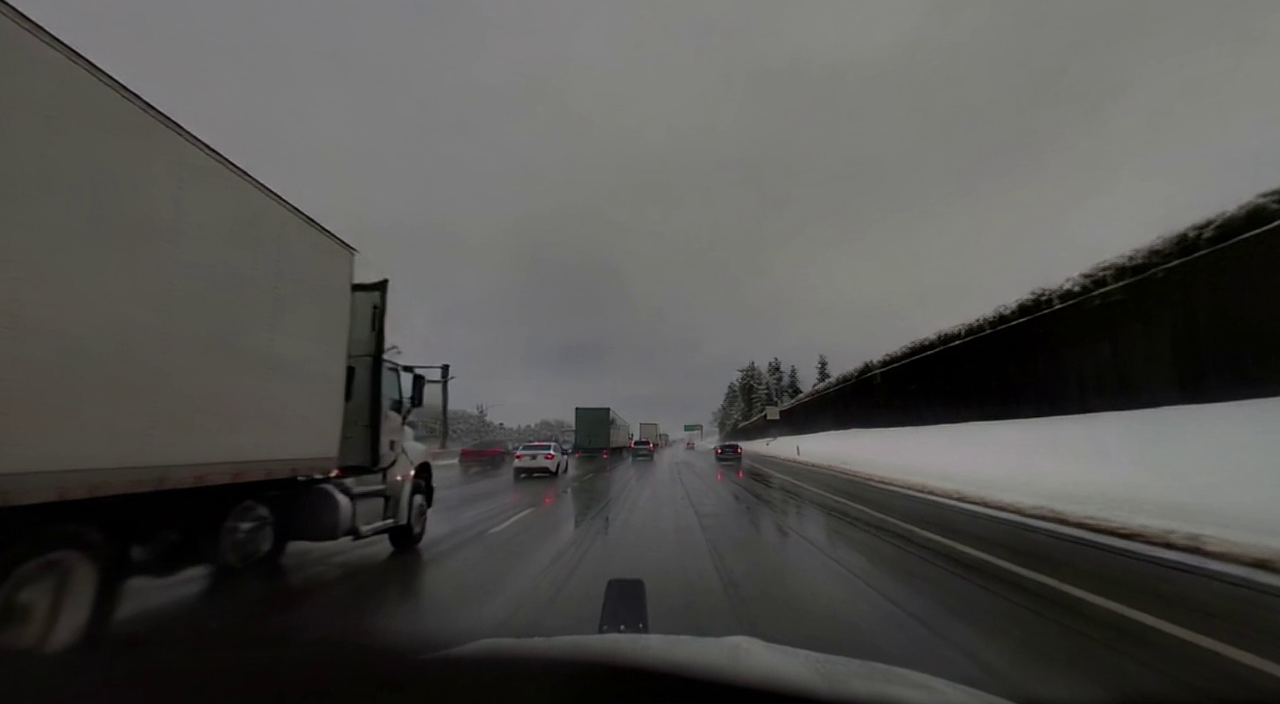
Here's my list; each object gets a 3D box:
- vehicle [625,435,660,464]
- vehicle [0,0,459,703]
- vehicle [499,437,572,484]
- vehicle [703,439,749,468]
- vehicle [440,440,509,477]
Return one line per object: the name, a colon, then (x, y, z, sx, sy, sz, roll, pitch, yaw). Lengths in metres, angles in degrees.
vehicle: (0.174, 6.634, 43.121, 2.325, 1.864, 4.128, 0, -8, 0)
vehicle: (-3.950, 0.173, 3.741, 3.123, 3.341, 7.669, -1, -8, 3)
vehicle: (-3.803, 4.024, 23.773, 1.866, 1.568, 4.603, 0, -8, 2)
vehicle: (4.701, 5.588, 34.942, 2.176, 1.493, 3.955, -1, -8, 3)
vehicle: (-7.525, 4.874, 29.059, 1.967, 1.555, 4.161, 0, -8, 1)
